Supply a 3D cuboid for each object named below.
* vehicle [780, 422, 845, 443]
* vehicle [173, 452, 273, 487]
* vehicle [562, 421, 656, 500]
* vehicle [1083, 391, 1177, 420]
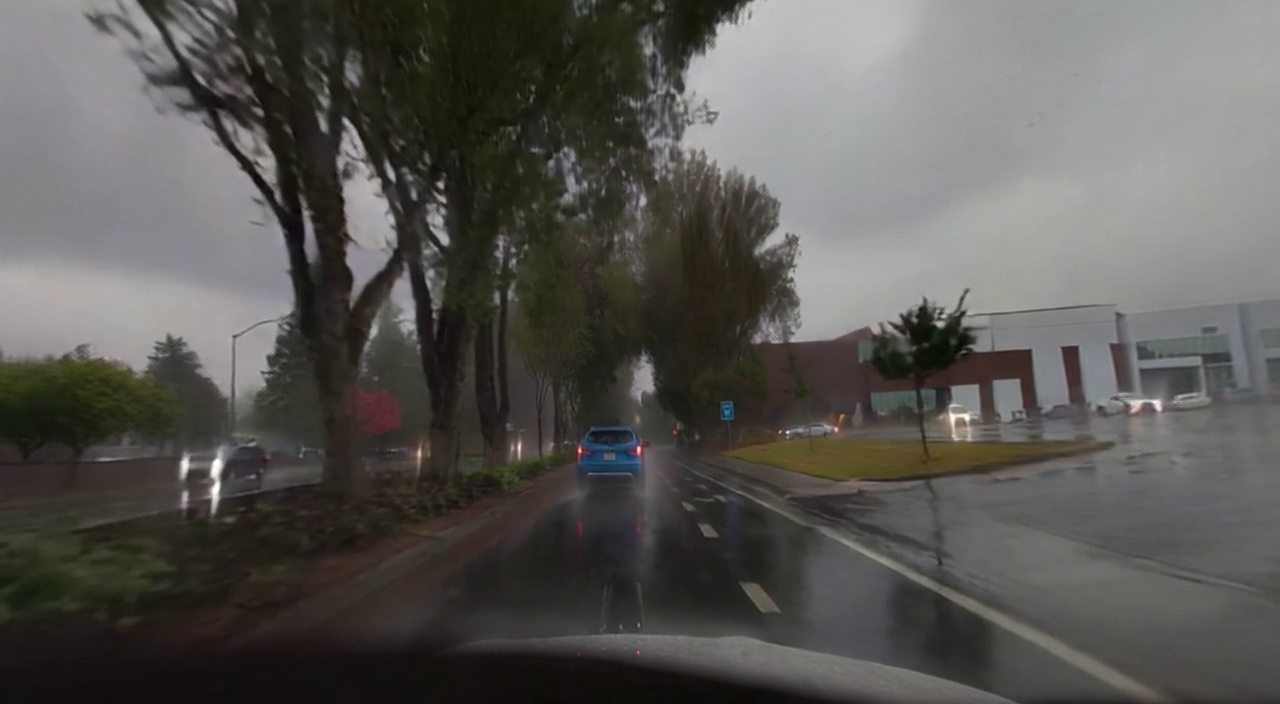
[{"bbox_3d":[12.482,5.853,45.845,4.204,1.486,1.781,0,-8,-1],"label":"vehicle"},{"bbox_3d":[-19.341,5.450,29.591,1.945,1.444,4.406,1,-8,-4],"label":"vehicle"},{"bbox_3d":[-0.735,2.769,16.501,2.131,1.761,4.242,0,-8,-1],"label":"vehicle"},{"bbox_3d":[32.515,3.633,42.077,1.851,1.595,4.463,4,-10,-28],"label":"vehicle"}]
